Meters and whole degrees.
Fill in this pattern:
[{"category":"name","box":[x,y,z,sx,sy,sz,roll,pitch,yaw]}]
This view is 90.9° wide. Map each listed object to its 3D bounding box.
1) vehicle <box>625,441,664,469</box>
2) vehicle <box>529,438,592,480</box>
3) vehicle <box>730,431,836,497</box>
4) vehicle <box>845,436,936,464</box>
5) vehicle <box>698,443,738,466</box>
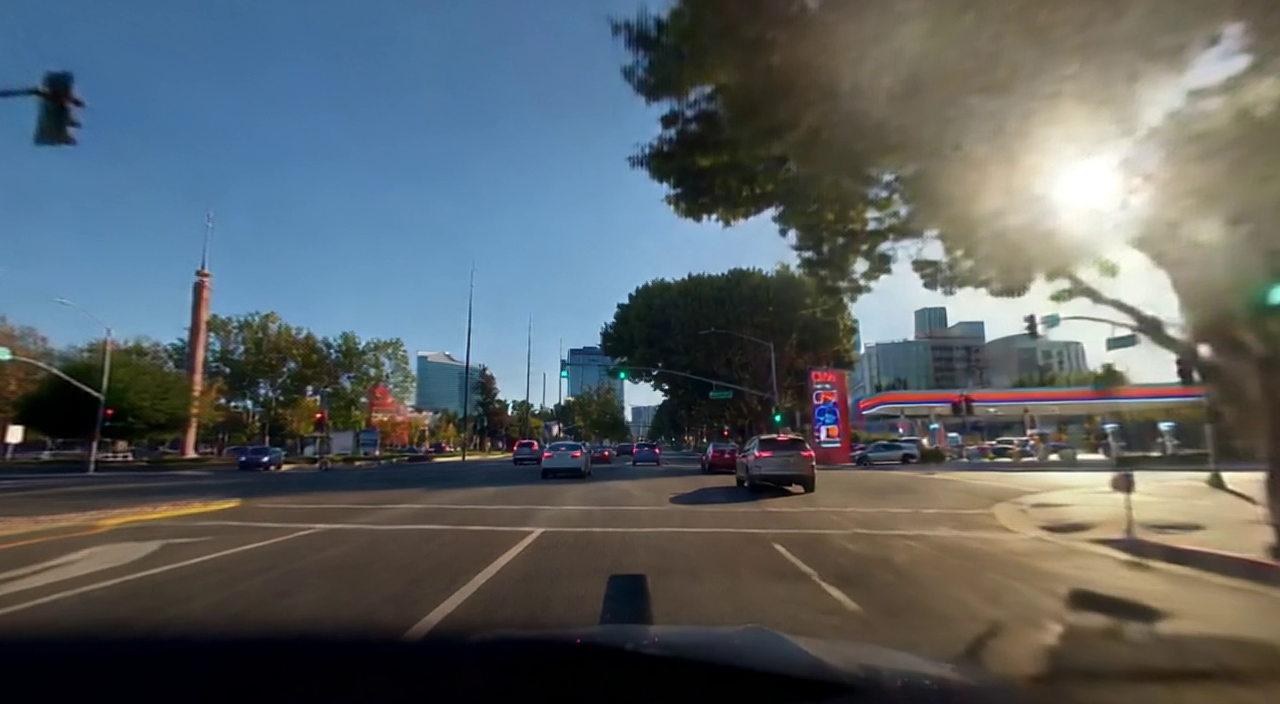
[{"category":"vehicle","box":[0.241,5.855,35.979,2.104,1.477,4.591,0,-8,0]},{"category":"vehicle","box":[-3.194,4.406,26.216,2.023,1.607,4.086,0,-8,1]},{"category":"vehicle","box":[3.981,3.185,18.287,2.022,1.683,4.171,0,-8,-1]},{"category":"vehicle","box":[18.538,7.268,46.792,5.585,1.866,2.607,-1,-9,-3]},{"category":"vehicle","box":[5.211,6.898,42.621,2.174,1.462,4.400,0,-8,1]}]
